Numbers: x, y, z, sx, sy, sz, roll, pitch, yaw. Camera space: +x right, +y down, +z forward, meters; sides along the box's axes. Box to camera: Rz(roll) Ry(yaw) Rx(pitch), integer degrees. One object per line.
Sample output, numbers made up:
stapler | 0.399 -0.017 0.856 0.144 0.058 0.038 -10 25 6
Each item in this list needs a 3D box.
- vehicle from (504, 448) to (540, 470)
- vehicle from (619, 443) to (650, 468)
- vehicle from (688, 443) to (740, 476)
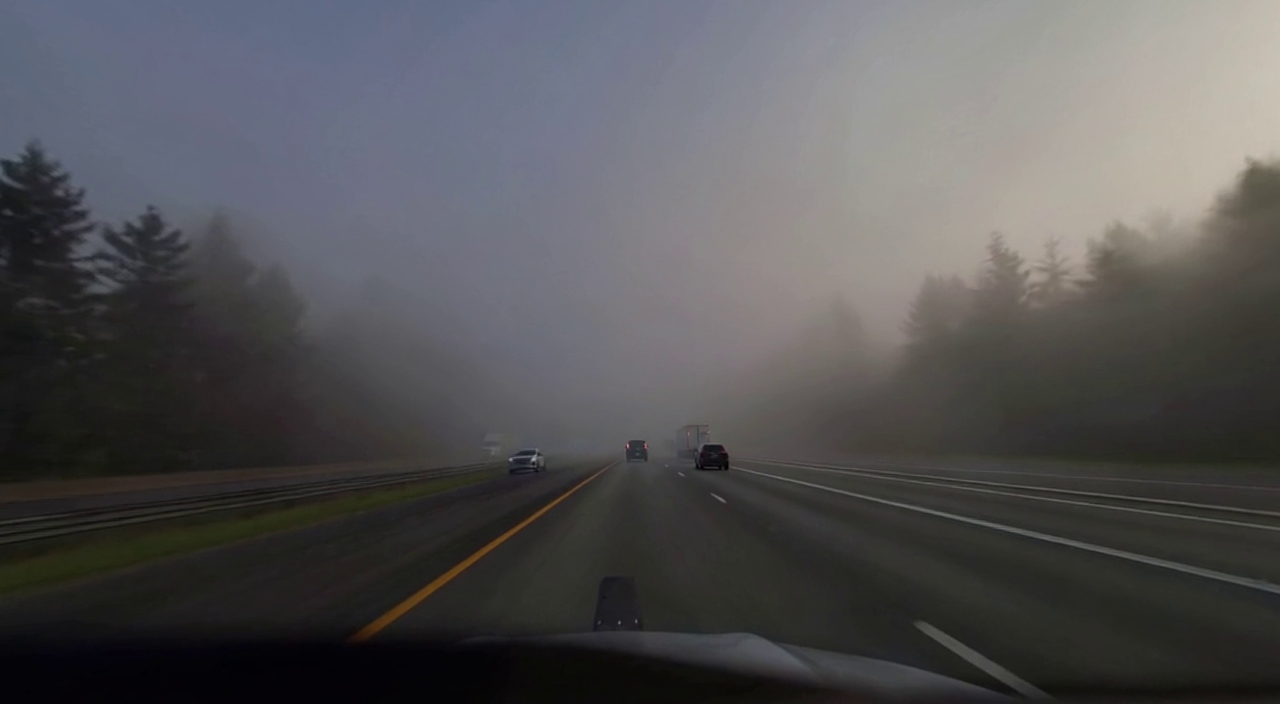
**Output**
vehicle | -8.998 8.185 48.294 1.945 1.578 4.576 0 -9 0
vehicle | -0.383 7.381 44.948 2.114 1.706 4.106 0 -9 -1
vehicle | 3.681 5.466 32.045 2.025 1.534 4.179 0 -9 -1
